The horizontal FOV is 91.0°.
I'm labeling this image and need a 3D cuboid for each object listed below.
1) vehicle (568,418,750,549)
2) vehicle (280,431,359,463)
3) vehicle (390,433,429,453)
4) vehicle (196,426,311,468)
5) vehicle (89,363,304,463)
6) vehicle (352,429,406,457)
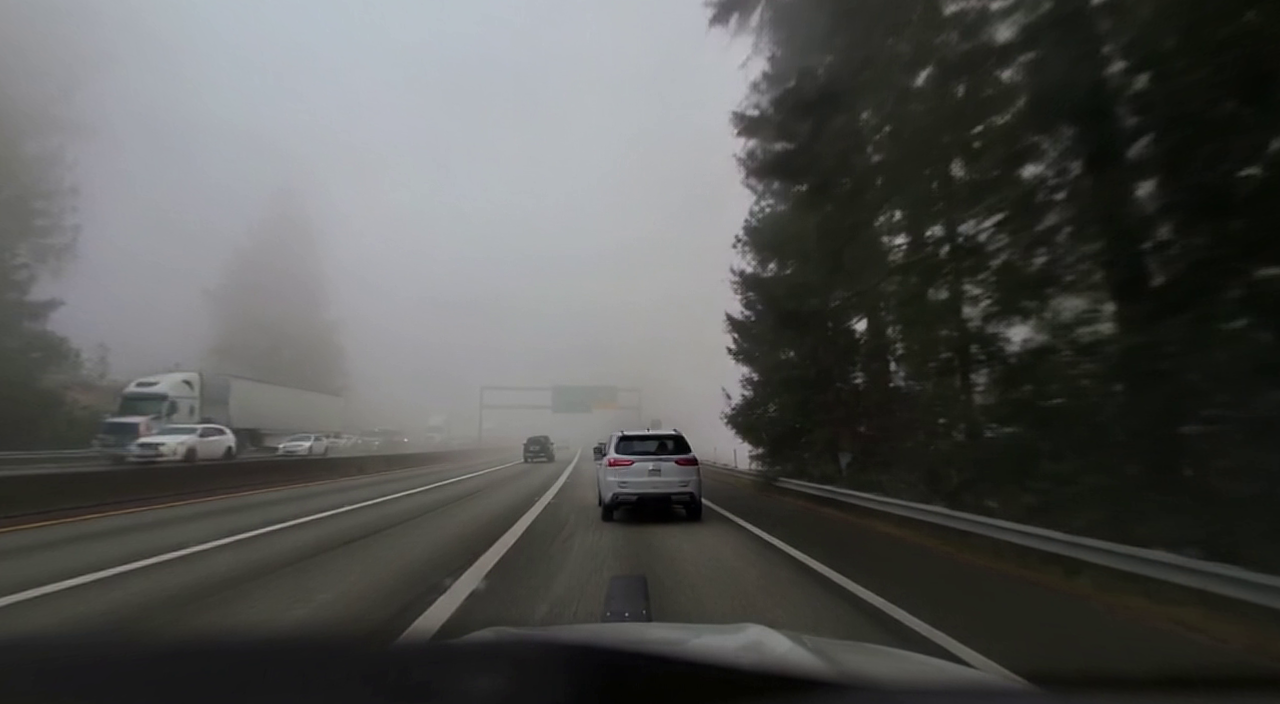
[{"bbox_3d":[0.080,1.856,9.650,2.127,1.497,4.445,0,-8,-4],"label":"vehicle"},{"bbox_3d":[-16.035,4.783,31.714,1.903,1.473,4.391,0,-8,-4],"label":"vehicle"},{"bbox_3d":[-17.544,6.955,48.018,1.773,1.481,3.722,0,-8,-4],"label":"vehicle"},{"bbox_3d":[-15.339,3.791,25.286,1.921,1.507,4.664,0,-8,-4],"label":"vehicle"},{"bbox_3d":[-19.931,3.107,29.620,3.032,3.845,10.740,0,-8,-5],"label":"vehicle"},{"bbox_3d":[-16.767,5.877,40.642,1.895,1.683,4.224,0,-8,-4],"label":"vehicle"}]
